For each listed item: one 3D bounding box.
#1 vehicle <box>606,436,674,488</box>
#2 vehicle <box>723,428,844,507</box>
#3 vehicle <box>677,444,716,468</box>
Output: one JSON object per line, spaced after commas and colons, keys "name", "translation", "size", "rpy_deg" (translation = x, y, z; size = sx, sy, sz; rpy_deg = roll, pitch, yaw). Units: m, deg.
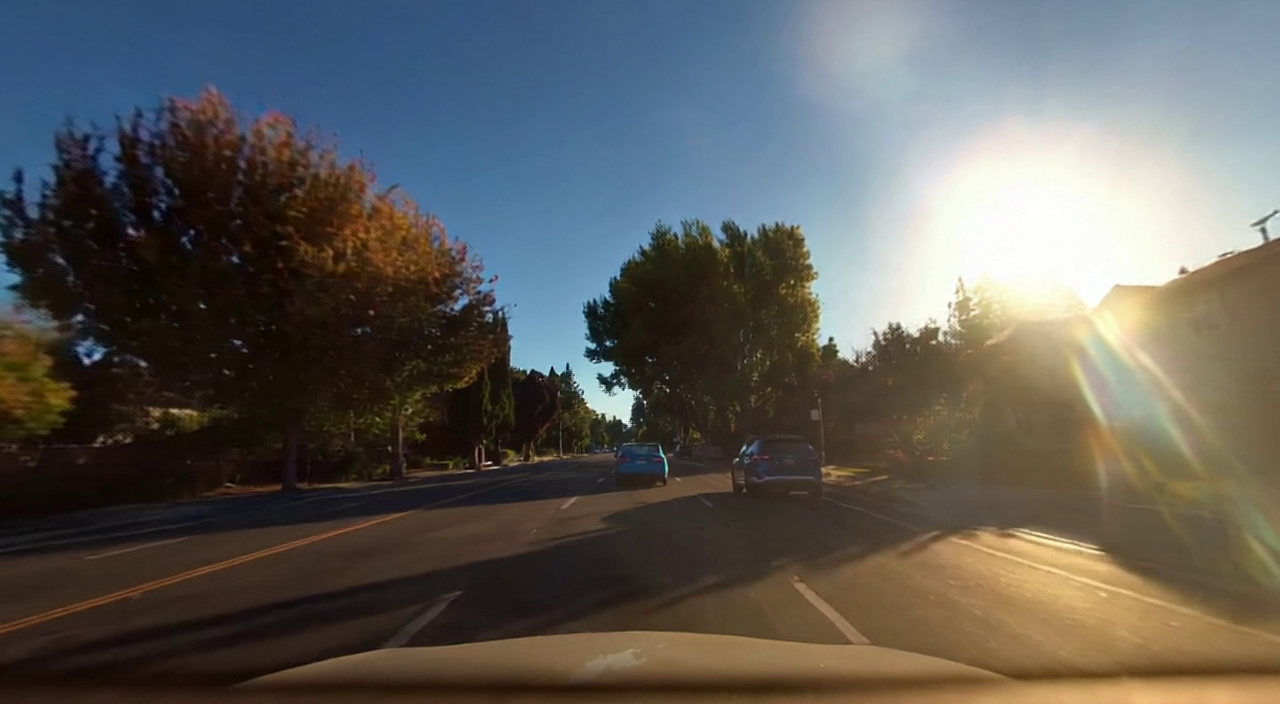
{"name": "vehicle", "translation": [0.012, 3.878, 22.589], "size": [2.200, 1.653, 4.127], "rpy_deg": [0, -8, 1]}
{"name": "vehicle", "translation": [3.502, 2.910, 16.318], "size": [2.024, 1.711, 4.512], "rpy_deg": [0, -8, 0]}
{"name": "vehicle", "translation": [3.600, 6.733, 41.118], "size": [2.099, 1.463, 4.130], "rpy_deg": [0, -9, -1]}
